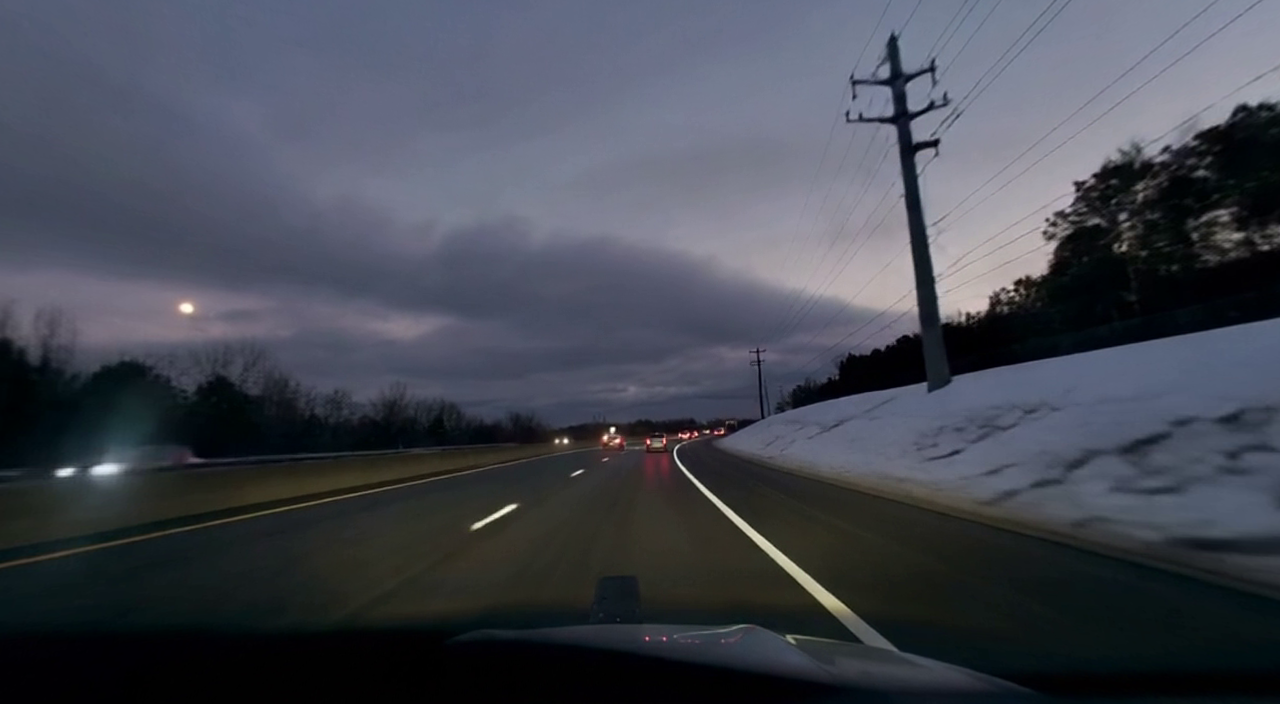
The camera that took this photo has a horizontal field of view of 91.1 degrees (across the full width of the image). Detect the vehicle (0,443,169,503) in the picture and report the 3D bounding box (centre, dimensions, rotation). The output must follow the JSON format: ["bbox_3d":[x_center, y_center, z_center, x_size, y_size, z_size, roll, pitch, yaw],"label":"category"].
[{"bbox_3d":[-17.835,3.761,20.092,1.925,1.628,4.630,0,-8,1],"label":"vehicle"}]

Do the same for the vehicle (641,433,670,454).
[{"bbox_3d":[1.212,6.939,47.870,2.077,1.523,4.206,0,-8,3],"label":"vehicle"}]
